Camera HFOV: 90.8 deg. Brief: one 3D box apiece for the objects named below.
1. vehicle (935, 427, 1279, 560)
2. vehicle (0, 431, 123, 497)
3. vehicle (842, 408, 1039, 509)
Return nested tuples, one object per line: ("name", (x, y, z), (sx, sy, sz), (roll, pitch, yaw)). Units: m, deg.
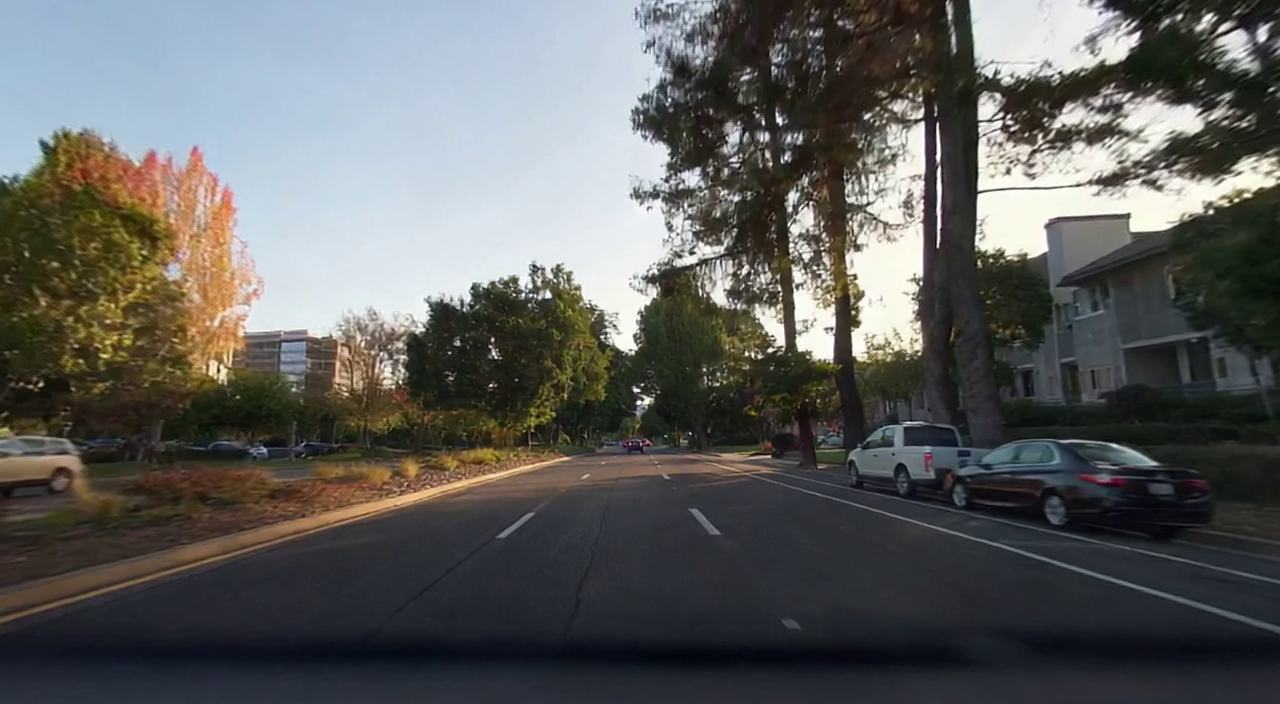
("vehicle", (7.087, 2.096, 10.229), (2.135, 1.556, 5.023), (2, -8, -1))
("vehicle", (-15.866, 2.778, 15.765), (1.936, 1.519, 4.739), (0, -8, -1))
("vehicle", (7.136, 2.614, 15.912), (2.278, 2.069, 5.393), (0, -8, 0))
